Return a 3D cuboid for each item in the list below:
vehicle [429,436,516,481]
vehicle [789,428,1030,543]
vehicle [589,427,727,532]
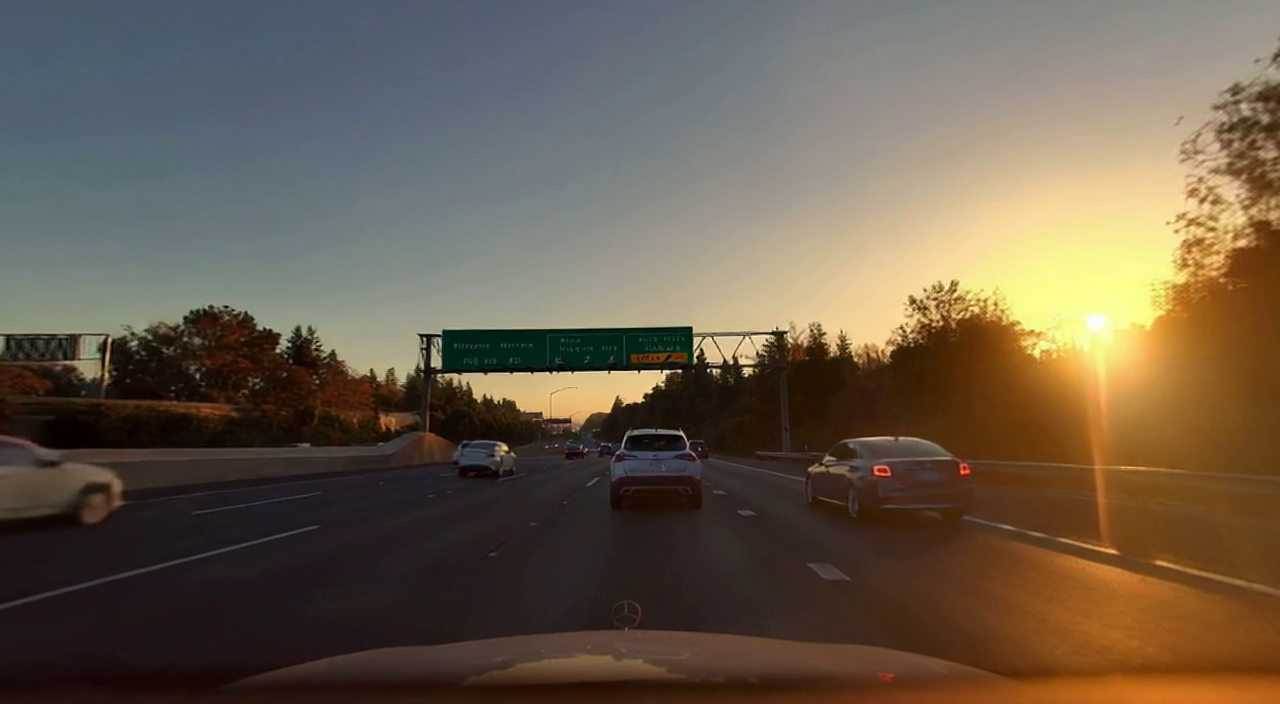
[{"bbox_3d":[-6.637,4.281,25.546,2.127,1.644,4.631,0,-9,1],"label":"vehicle"},{"bbox_3d":[4.142,2.130,10.756,2.002,1.499,4.710,0,-9,0],"label":"vehicle"},{"bbox_3d":[0.275,2.193,11.354,2.044,1.554,3.824,0,-9,0],"label":"vehicle"}]
